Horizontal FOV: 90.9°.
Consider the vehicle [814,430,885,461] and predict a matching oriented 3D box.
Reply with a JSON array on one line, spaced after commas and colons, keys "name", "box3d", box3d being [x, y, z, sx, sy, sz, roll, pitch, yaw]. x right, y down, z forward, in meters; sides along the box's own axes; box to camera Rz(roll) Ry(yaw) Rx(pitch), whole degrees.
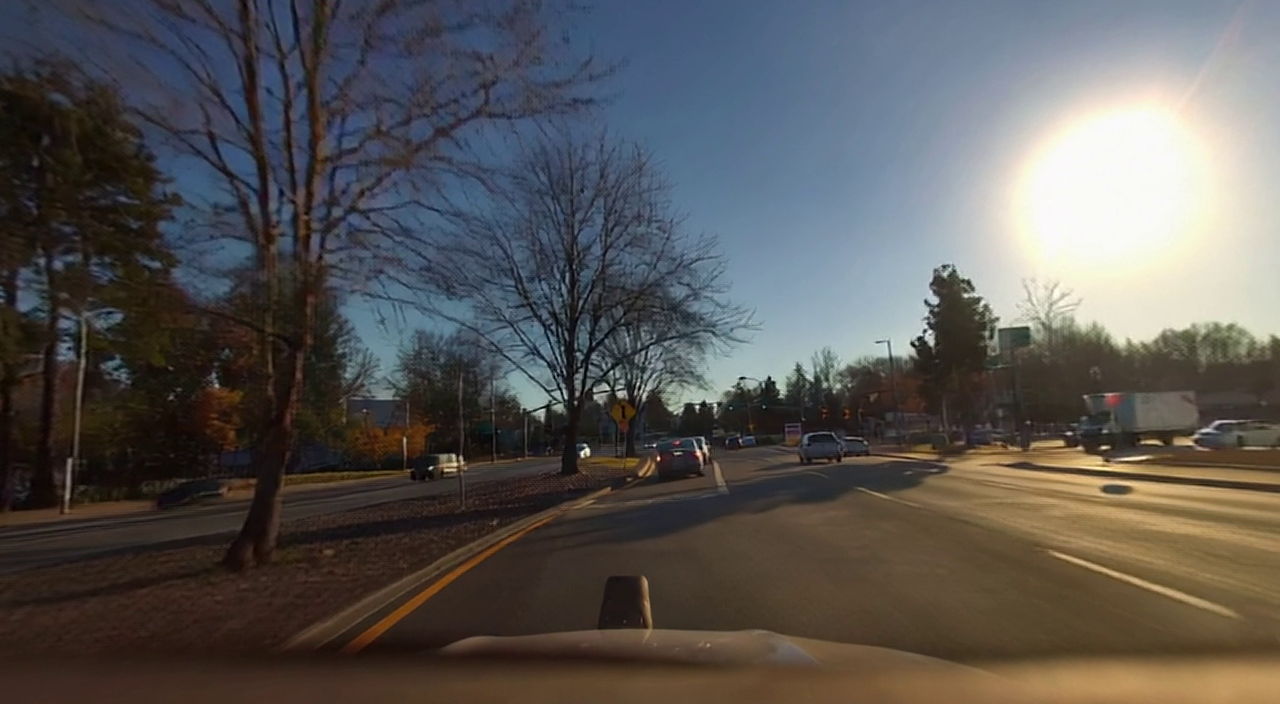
[{"name": "vehicle", "box3d": [12.388, 5.622, 37.670, 1.991, 1.695, 4.357, 2, -10, -12]}]

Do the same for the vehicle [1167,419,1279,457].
[{"name": "vehicle", "box3d": [25.805, 3.726, 27.022, 1.784, 1.472, 4.532, 3, -10, -20]}]

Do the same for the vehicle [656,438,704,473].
[{"name": "vehicle", "box3d": [1.932, 4.779, 29.192, 2.032, 1.461, 4.173, -1, -9, 6]}]

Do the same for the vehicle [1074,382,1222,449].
[{"name": "vehicle", "box3d": [29.926, 3.881, 37.171, 7.827, 3.570, 3.121, 4, -9, -22]}]
